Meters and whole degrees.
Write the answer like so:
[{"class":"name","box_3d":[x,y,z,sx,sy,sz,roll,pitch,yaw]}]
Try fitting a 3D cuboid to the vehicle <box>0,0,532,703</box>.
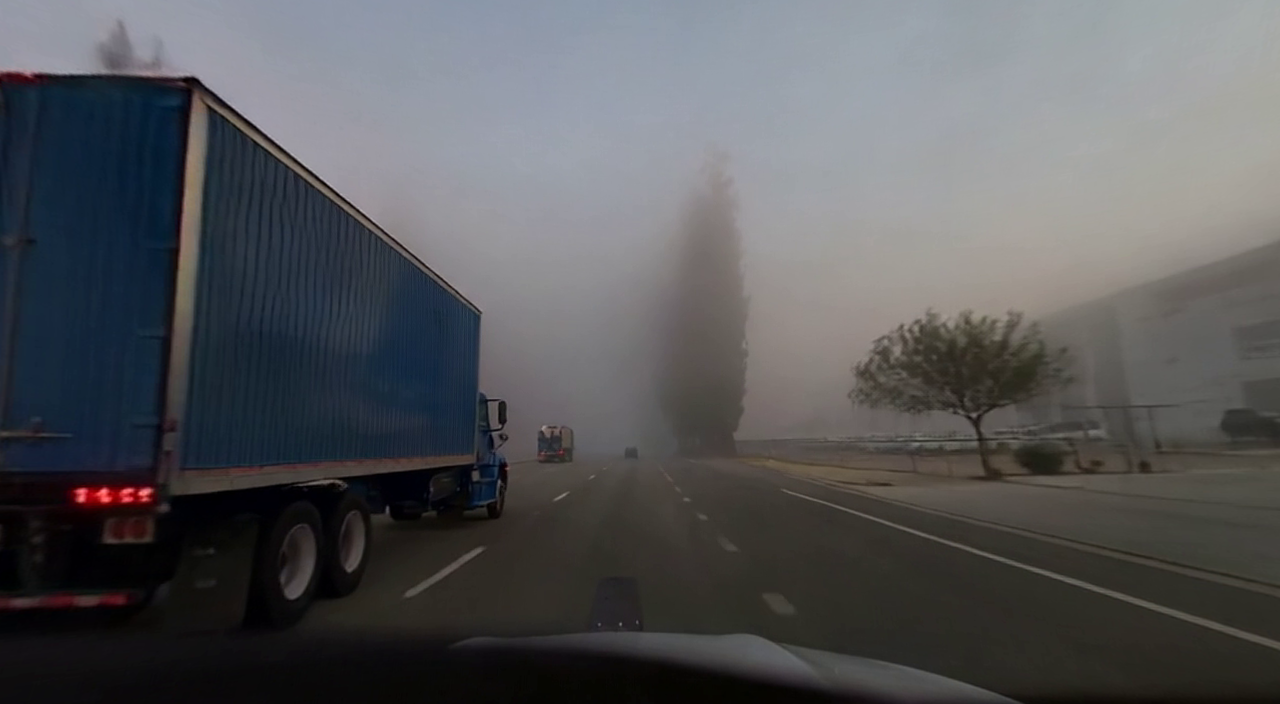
[{"class":"vehicle","box_3d":[-3.453,0.556,6.754,2.910,3.419,8.376,0,-8,1]}]
